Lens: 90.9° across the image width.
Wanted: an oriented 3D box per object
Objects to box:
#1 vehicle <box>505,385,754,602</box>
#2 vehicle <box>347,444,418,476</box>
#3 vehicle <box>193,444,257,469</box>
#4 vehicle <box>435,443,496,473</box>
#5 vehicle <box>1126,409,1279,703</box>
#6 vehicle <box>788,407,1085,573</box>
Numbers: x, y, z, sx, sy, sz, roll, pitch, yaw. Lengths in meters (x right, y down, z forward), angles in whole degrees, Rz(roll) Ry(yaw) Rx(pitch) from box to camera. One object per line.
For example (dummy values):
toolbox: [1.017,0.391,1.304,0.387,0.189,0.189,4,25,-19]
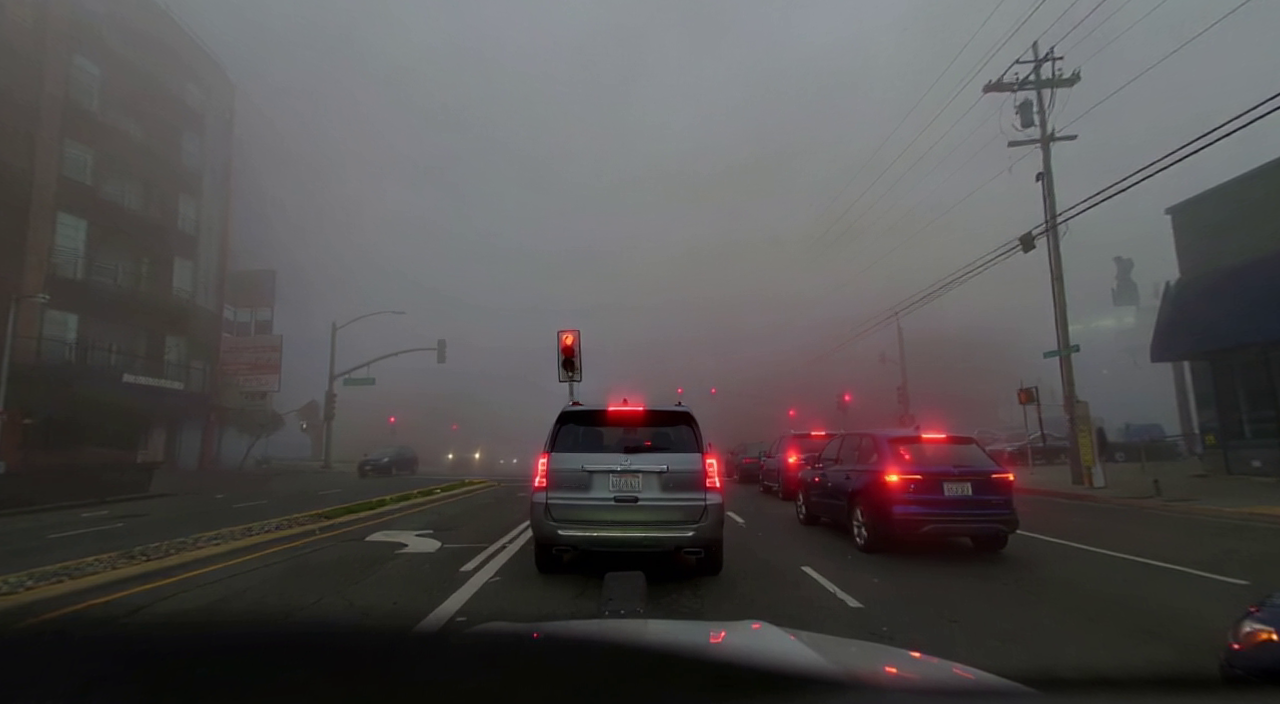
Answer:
vehicle: [-0.004,1.537,7.683,2.154,1.861,4.280,0,-8,3]
vehicle: [-14.732,6.190,36.411,2.102,1.737,4.570,0,-8,1]
vehicle: [-27.462,6.871,41.848,1.693,1.563,3.716,0,-8,0]
vehicle: [-11.276,6.868,41.165,2.224,1.840,5.290,-1,-8,3]
vehicle: [3.358,0.732,0.812,1.884,1.484,4.609,0,-8,2]
vehicle: [3.611,1.760,8.804,2.036,1.719,4.318,0,-8,0]
